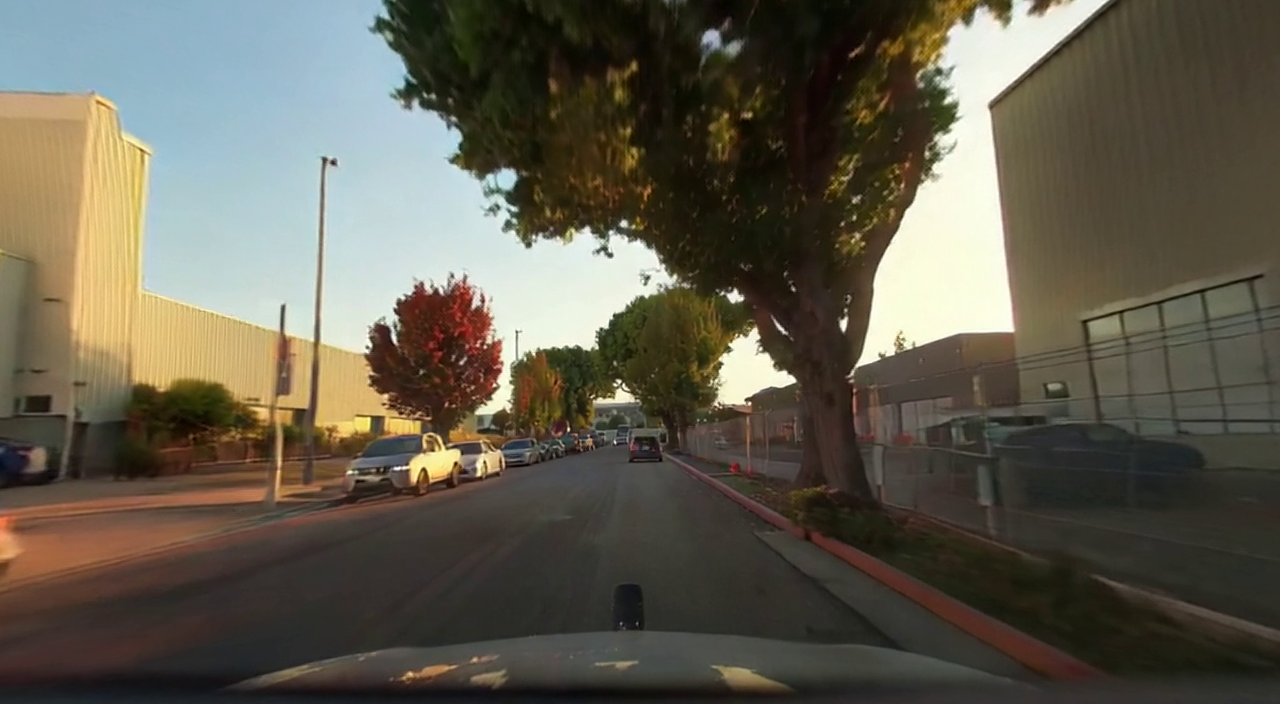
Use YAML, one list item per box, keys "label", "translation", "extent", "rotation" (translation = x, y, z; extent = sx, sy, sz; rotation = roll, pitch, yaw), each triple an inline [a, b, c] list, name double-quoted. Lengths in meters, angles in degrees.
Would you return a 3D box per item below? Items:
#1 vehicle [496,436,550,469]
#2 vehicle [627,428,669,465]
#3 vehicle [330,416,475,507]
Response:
- label: "vehicle"
  translation: [-6.128, 5.279, 33.491]
  extent: [1.926, 1.647, 4.185]
  rotation: [0, -8, 1]
- label: "vehicle"
  translation: [0.403, 5.138, 34.554]
  extent: [2.152, 1.874, 4.042]
  rotation: [0, -8, 0]
- label: "vehicle"
  translation: [-6.167, 2.927, 17.153]
  extent: [2.005, 1.989, 4.929]
  rotation: [-3, -9, 1]
